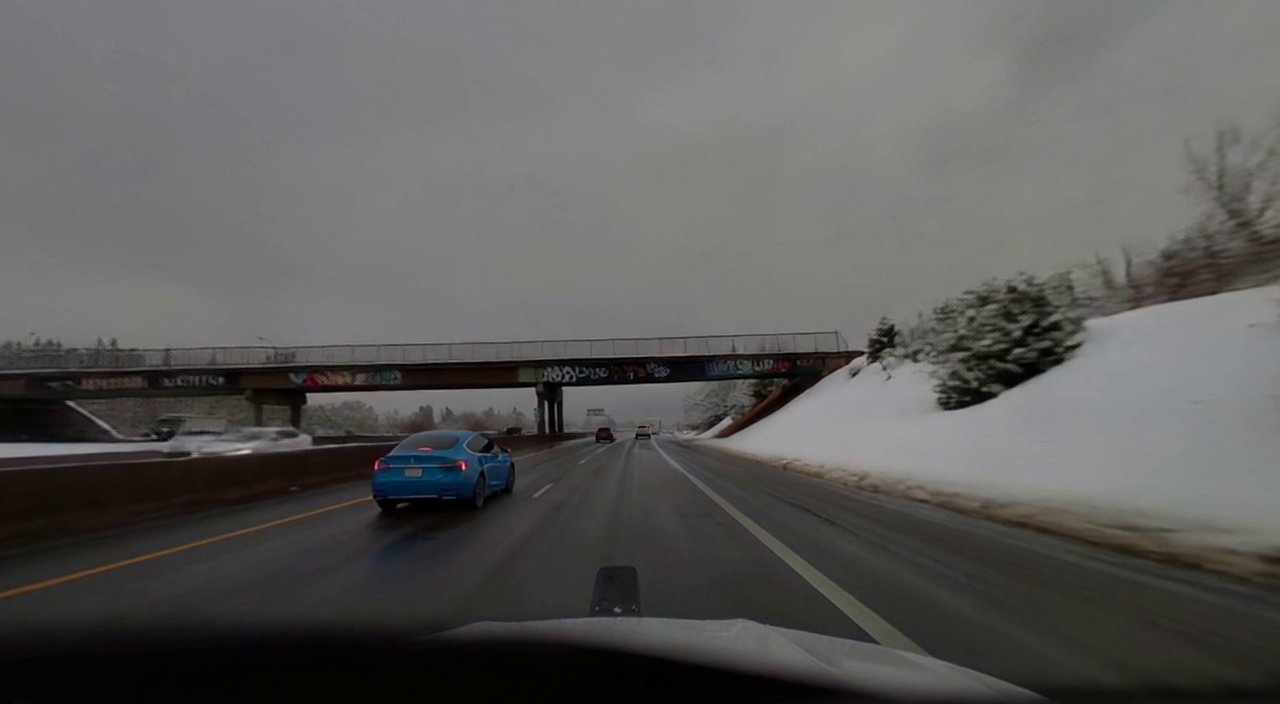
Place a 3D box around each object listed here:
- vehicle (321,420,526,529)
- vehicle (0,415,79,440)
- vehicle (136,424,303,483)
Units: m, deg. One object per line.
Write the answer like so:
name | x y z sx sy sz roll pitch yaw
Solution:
vehicle | -3.550 2.081 11.436 2.108 1.555 4.574 0 -8 0
vehicle | -38.541 4.764 39.442 4.767 1.486 1.933 5 -9 -33
vehicle | -12.636 3.058 19.401 1.979 1.566 4.599 0 -8 0
